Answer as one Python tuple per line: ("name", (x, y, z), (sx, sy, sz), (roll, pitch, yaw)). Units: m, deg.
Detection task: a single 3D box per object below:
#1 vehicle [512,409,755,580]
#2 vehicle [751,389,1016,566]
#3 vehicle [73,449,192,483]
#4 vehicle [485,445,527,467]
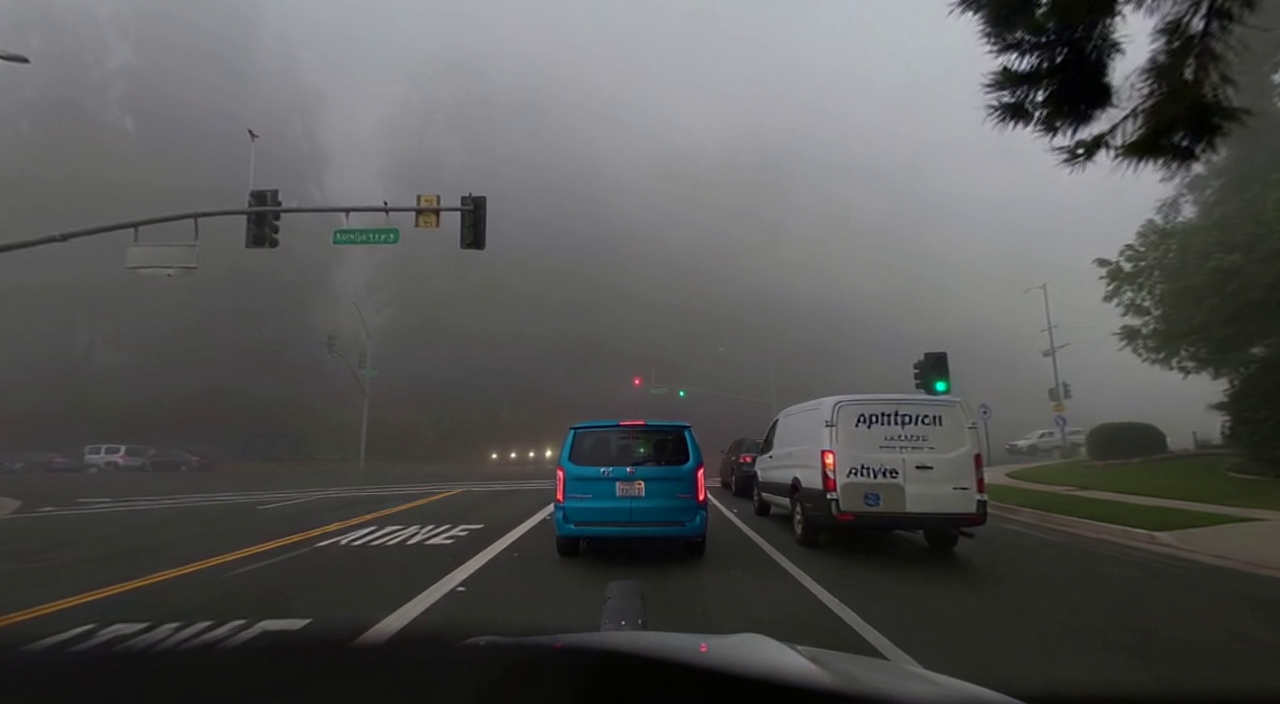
("vehicle", (-0.052, 1.688, 8.262), (2.321, 1.624, 4.367), (0, -8, 0))
("vehicle", (3.045, 1.683, 9.067), (2.059, 1.924, 4.257), (0, -8, 0))
("vehicle", (-25.253, 5.678, 31.379), (4.073, 1.603, 1.920), (1, -9, -9))
("vehicle", (-9.765, 7.592, 46.020), (1.881, 1.515, 4.262), (-1, -8, 3))
